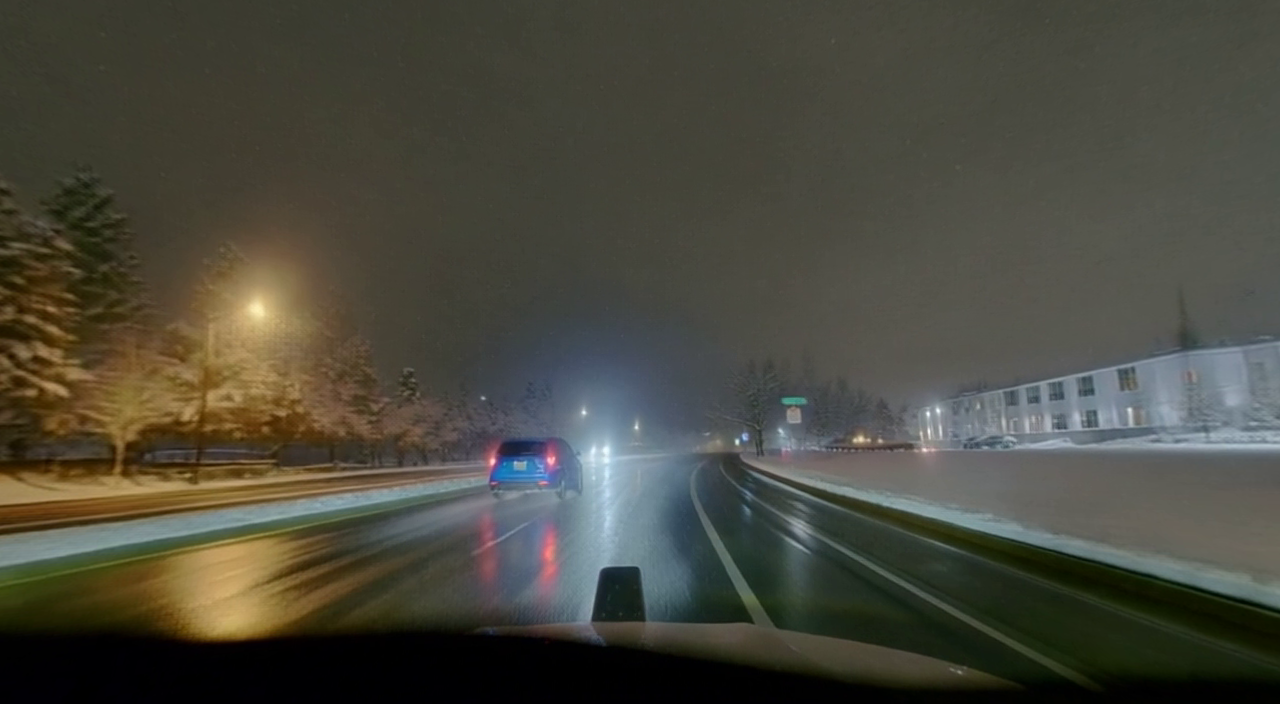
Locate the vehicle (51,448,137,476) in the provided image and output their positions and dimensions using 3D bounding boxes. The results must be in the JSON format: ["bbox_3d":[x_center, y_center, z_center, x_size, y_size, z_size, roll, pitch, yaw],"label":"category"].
[{"bbox_3d":[-42.846,8.619,49.670,4.782,2.077,2.264,-1,-9,5],"label":"vehicle"}]

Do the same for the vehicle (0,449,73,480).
[{"bbox_3d":[-43.058,7.838,44.080,5.067,2.065,2.236,-2,-9,8],"label":"vehicle"}]

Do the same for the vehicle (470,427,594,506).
[{"bbox_3d":[-2.560,2.872,16.196,2.121,1.724,4.392,-1,-9,4],"label":"vehicle"}]
